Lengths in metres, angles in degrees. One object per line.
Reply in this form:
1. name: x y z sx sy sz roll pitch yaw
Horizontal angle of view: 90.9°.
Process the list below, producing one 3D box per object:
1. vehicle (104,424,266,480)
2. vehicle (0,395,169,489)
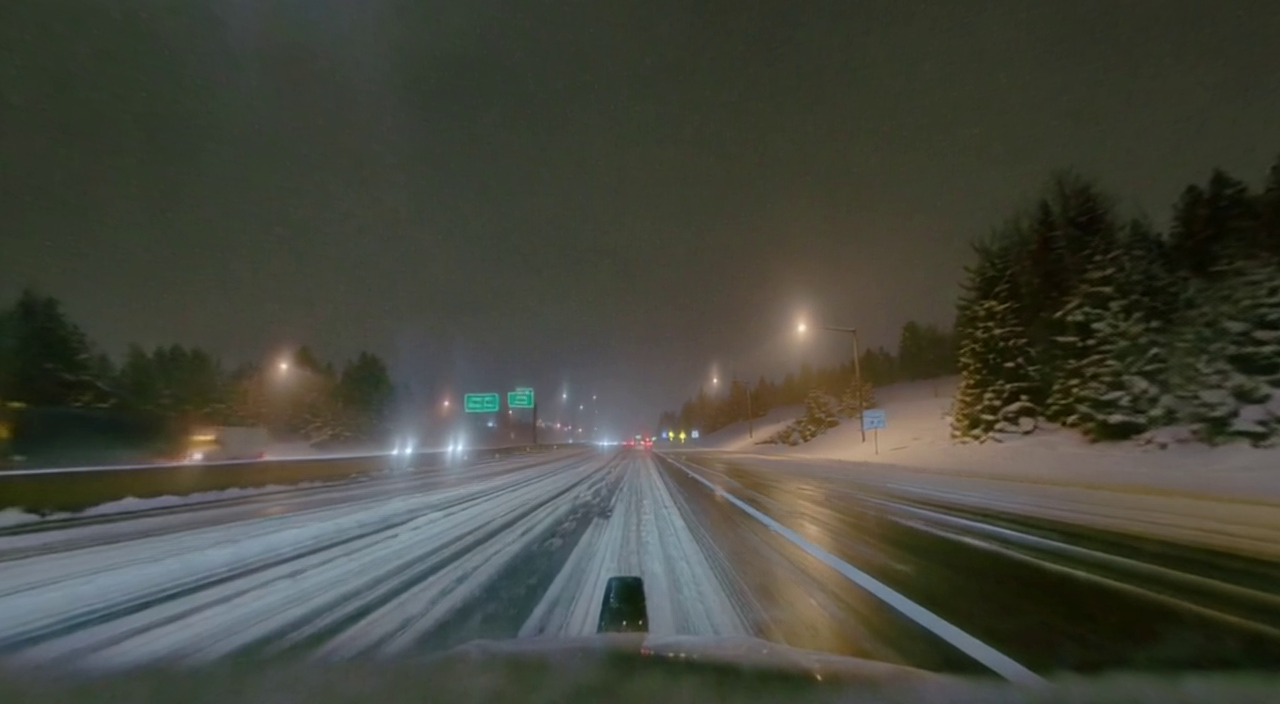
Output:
1. vehicle: -27.895 6.210 39.513 2.739 3.034 9.653 -1 -8 2
2. vehicle: -28.176 4.378 29.771 2.690 3.894 11.560 -1 -10 1
